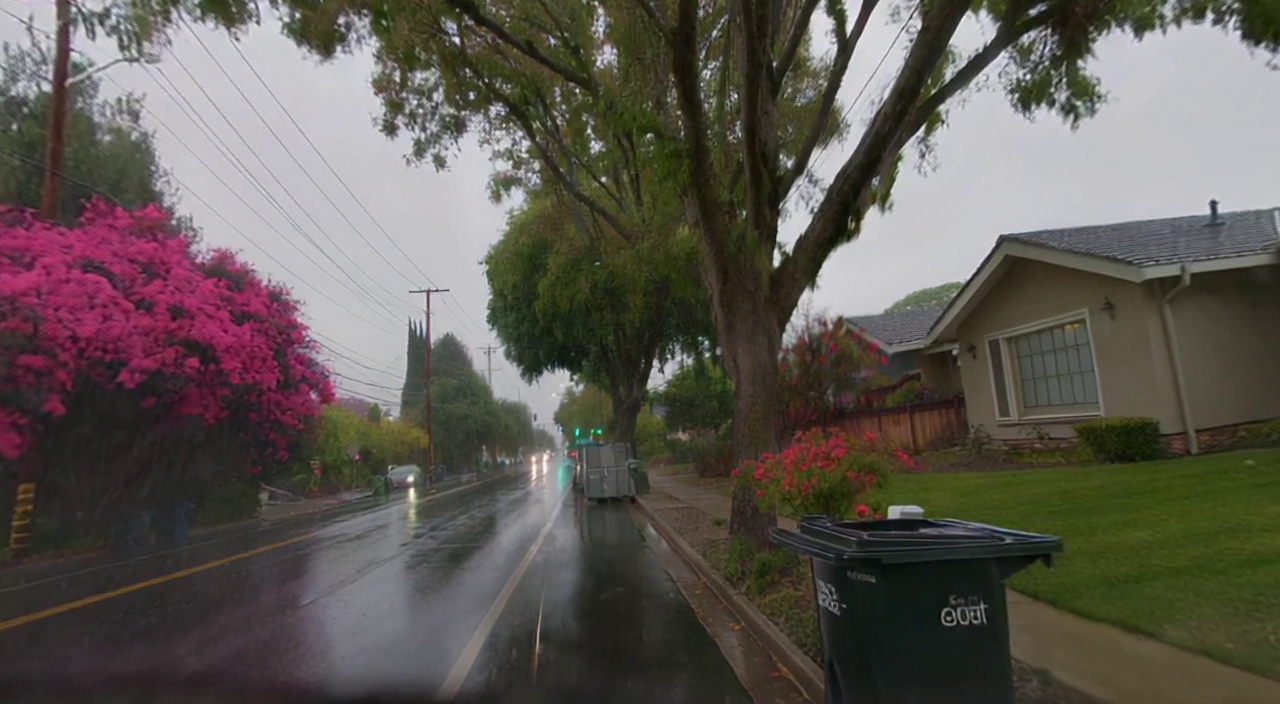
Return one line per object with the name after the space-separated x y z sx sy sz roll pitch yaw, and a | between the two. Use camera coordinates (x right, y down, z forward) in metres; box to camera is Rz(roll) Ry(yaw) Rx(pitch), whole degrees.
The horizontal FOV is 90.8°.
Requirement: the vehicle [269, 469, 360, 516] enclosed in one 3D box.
-13.760 5.913 26.978 1.982 1.660 4.142 1 -8 -6 | vehicle

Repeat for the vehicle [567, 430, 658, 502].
-0.823 3.064 17.387 2.190 1.708 4.115 0 -8 -4 | vehicle
